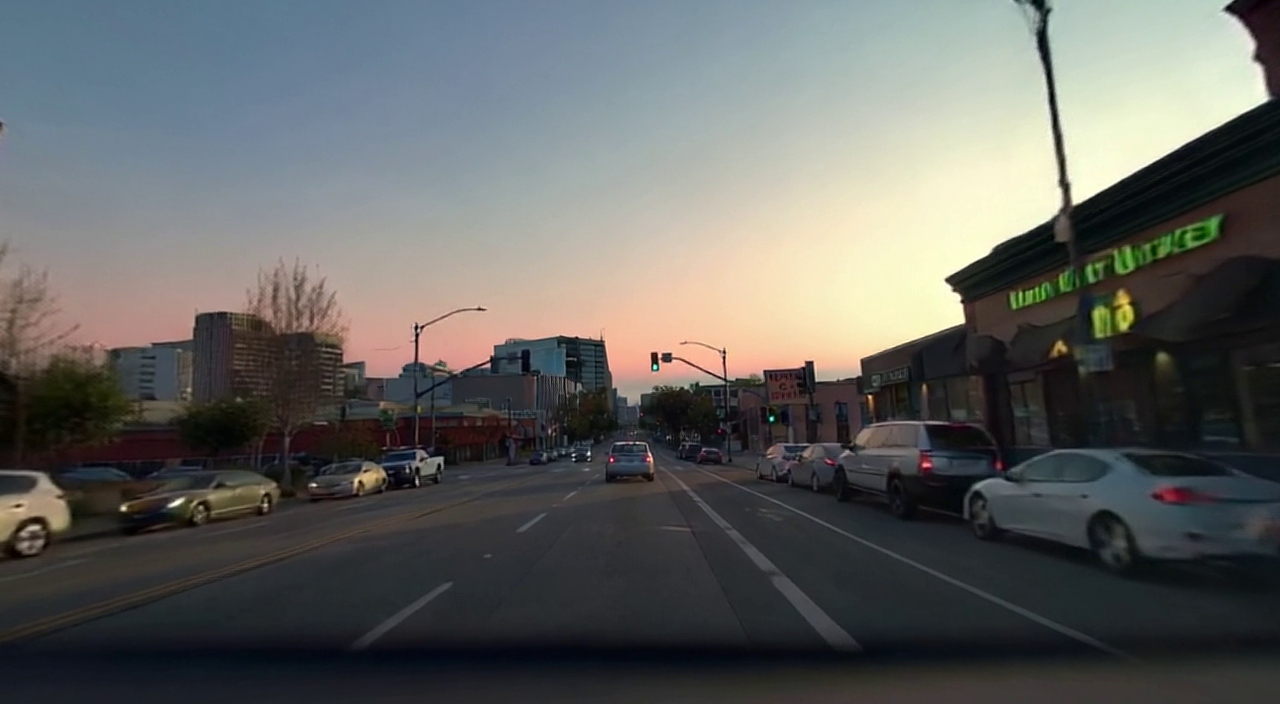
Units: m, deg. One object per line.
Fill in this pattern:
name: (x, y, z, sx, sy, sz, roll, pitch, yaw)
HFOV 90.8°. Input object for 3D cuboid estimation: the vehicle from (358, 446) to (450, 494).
vehicle: (-11.293, 5.641, 30.807, 2.240, 2.052, 5.872, 0, -8, 0)

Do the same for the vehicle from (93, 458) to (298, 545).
vehicle: (-11.109, 3.697, 16.289, 1.920, 1.498, 4.591, -5, -6, 2)

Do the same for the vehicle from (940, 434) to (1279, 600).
vehicle: (5.850, 1.839, 8.030, 1.854, 1.498, 4.295, 0, -8, -1)

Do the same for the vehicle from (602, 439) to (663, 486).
vehicle: (-0.269, 4.111, 23.762, 2.086, 1.575, 4.205, 0, -8, 0)

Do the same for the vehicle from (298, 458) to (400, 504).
vehicle: (-11.109, 4.929, 24.562, 1.868, 1.502, 4.626, 0, -8, -1)

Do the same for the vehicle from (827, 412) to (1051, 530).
vehicle: (5.794, 2.373, 13.187, 2.201, 1.972, 4.845, 0, -8, -1)

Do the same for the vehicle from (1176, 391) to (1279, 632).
vehicle: (5.861, 0.928, 2.929, 1.957, 1.806, 5.369, 0, -8, -1)
